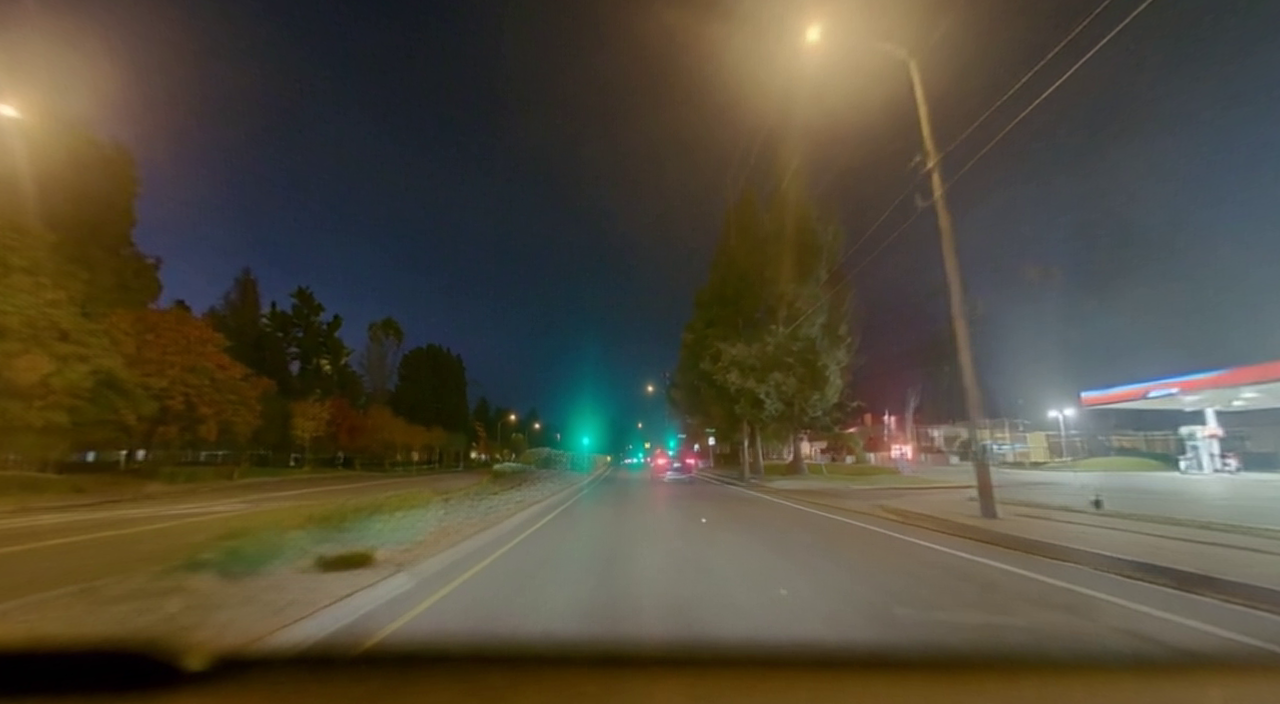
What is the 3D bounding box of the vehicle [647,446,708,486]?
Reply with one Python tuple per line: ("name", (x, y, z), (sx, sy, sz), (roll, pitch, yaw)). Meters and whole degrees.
("vehicle", (1.440, 4.629, 26.019), (2.061, 1.475, 4.296), (0, -8, -3))
